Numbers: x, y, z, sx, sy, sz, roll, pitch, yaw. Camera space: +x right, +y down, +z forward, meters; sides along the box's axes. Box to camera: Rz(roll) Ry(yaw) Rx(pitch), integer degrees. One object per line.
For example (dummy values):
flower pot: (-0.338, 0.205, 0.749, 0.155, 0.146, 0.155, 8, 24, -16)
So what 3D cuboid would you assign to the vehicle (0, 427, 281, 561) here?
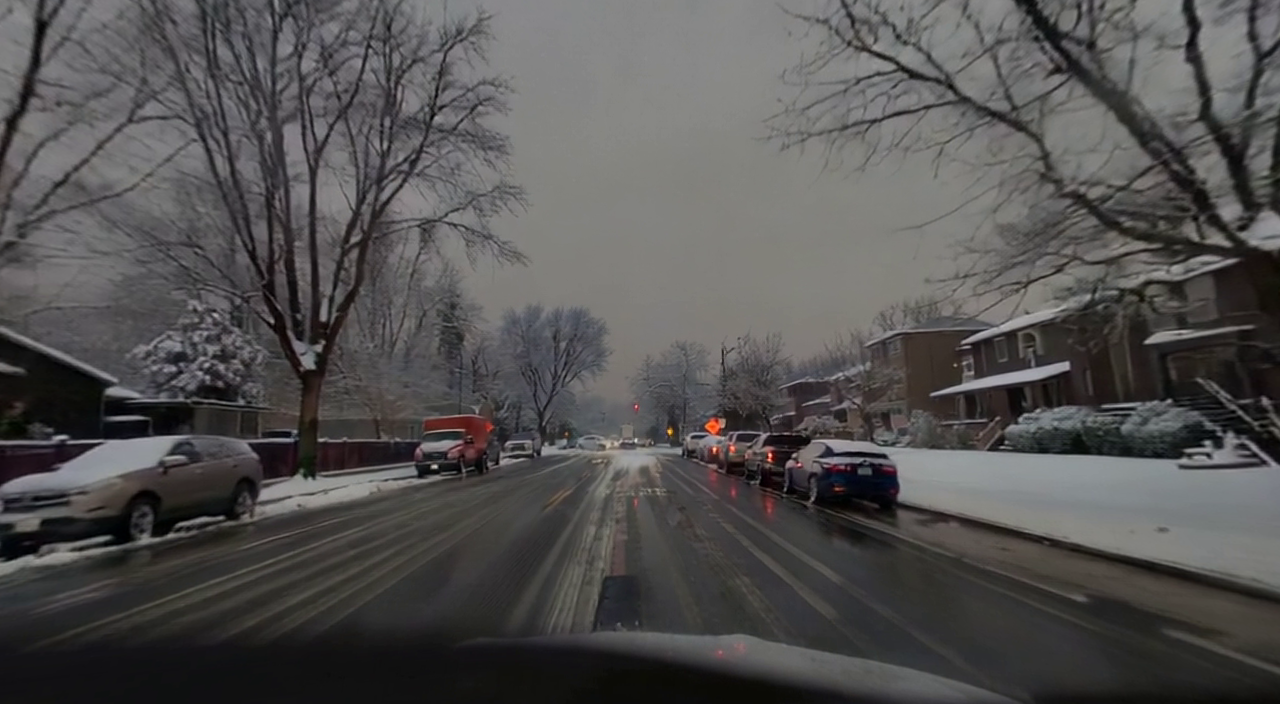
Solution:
vehicle: (-8.203, 2.138, 10.325, 1.950, 1.672, 4.664, 0, -8, -2)

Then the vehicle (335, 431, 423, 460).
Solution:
vehicle: (-16.902, 6.105, 40.958, 4.779, 1.823, 1.964, 0, -8, 0)

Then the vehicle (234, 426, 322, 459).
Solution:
vehicle: (-23.749, 5.937, 41.360, 4.491, 2.031, 2.045, -1, -8, 0)

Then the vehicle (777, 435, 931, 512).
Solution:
vehicle: (4.648, 2.695, 14.514, 1.912, 1.463, 4.477, 0, -8, -1)

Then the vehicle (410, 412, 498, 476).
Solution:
vehicle: (-8.165, 4.093, 28.135, 2.526, 2.631, 4.228, 0, -8, 1)

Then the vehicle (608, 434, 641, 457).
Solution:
vehicle: (-1.030, 6.356, 42.869, 2.151, 1.481, 4.084, 0, -8, 0)
